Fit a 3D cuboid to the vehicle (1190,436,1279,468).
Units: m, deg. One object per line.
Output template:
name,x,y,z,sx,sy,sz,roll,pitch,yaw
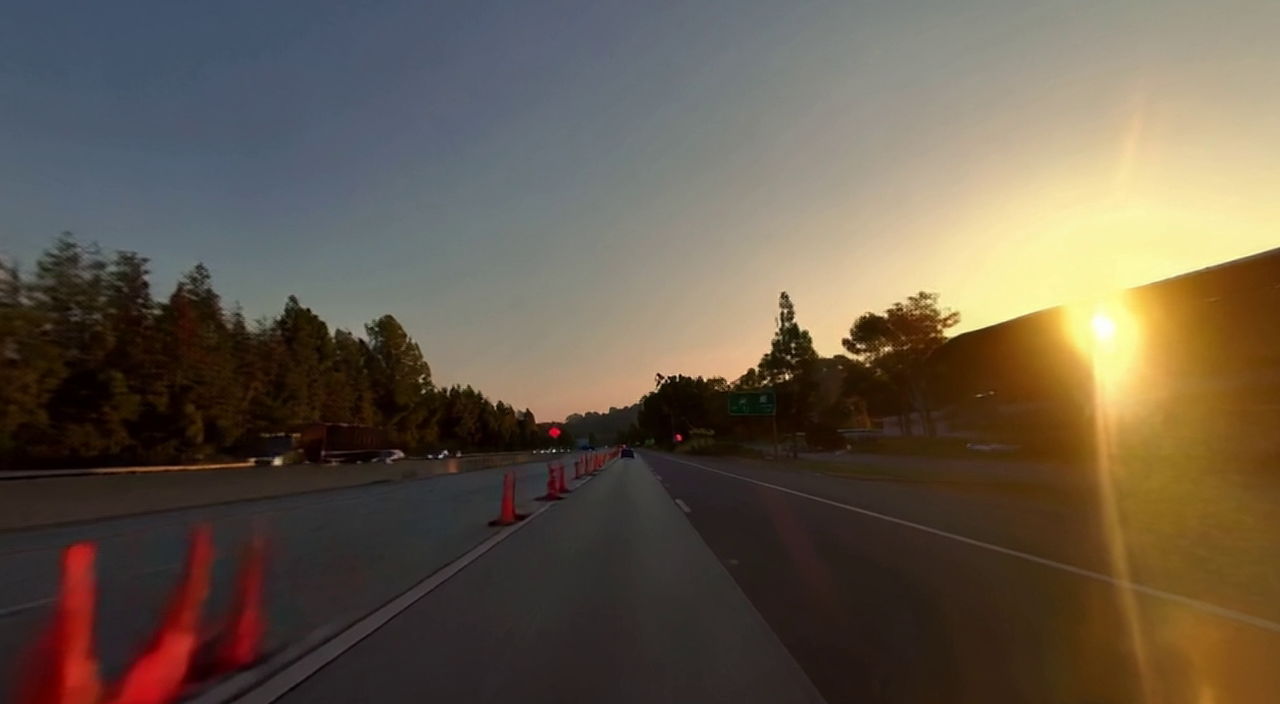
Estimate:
vehicle,30.414,4.982,31.428,4.160,1.547,1.986,0,-9,-1
